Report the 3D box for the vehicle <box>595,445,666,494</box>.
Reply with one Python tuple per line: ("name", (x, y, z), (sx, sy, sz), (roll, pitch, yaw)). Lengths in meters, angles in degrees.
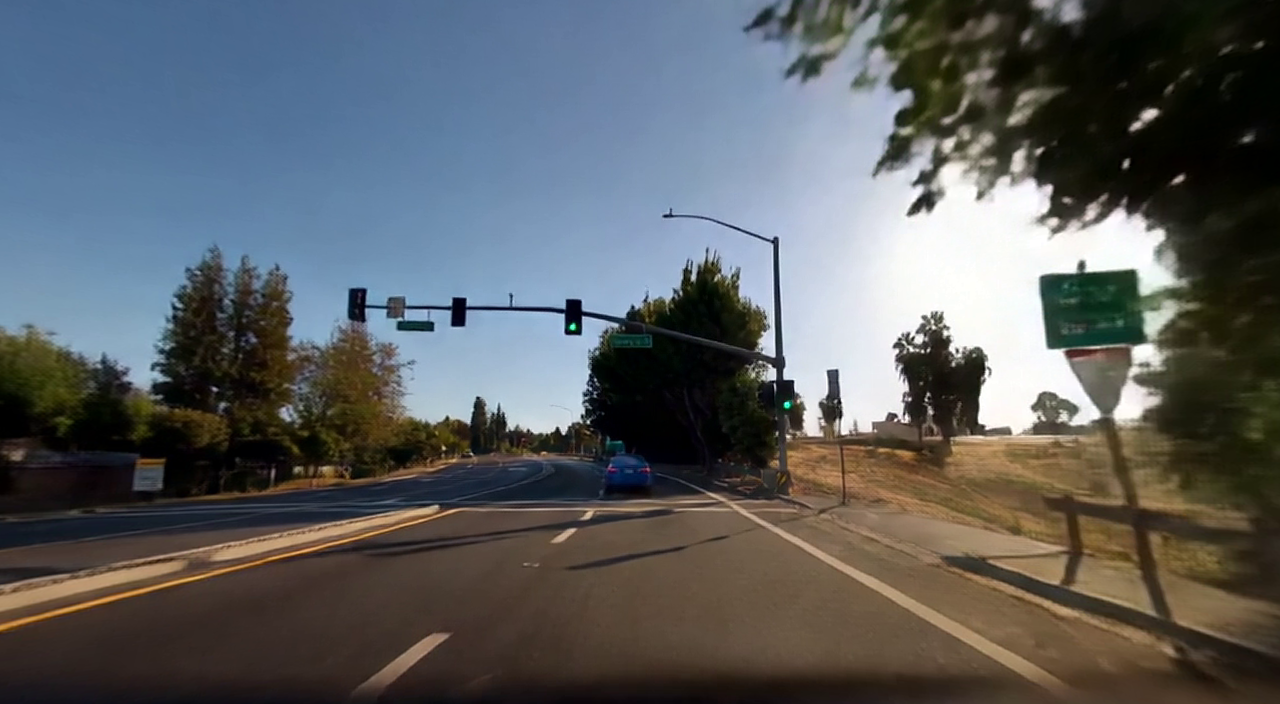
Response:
("vehicle", (-0.419, 3.951, 21.601), (2.148, 1.521, 4.089), (1, -9, -5))
